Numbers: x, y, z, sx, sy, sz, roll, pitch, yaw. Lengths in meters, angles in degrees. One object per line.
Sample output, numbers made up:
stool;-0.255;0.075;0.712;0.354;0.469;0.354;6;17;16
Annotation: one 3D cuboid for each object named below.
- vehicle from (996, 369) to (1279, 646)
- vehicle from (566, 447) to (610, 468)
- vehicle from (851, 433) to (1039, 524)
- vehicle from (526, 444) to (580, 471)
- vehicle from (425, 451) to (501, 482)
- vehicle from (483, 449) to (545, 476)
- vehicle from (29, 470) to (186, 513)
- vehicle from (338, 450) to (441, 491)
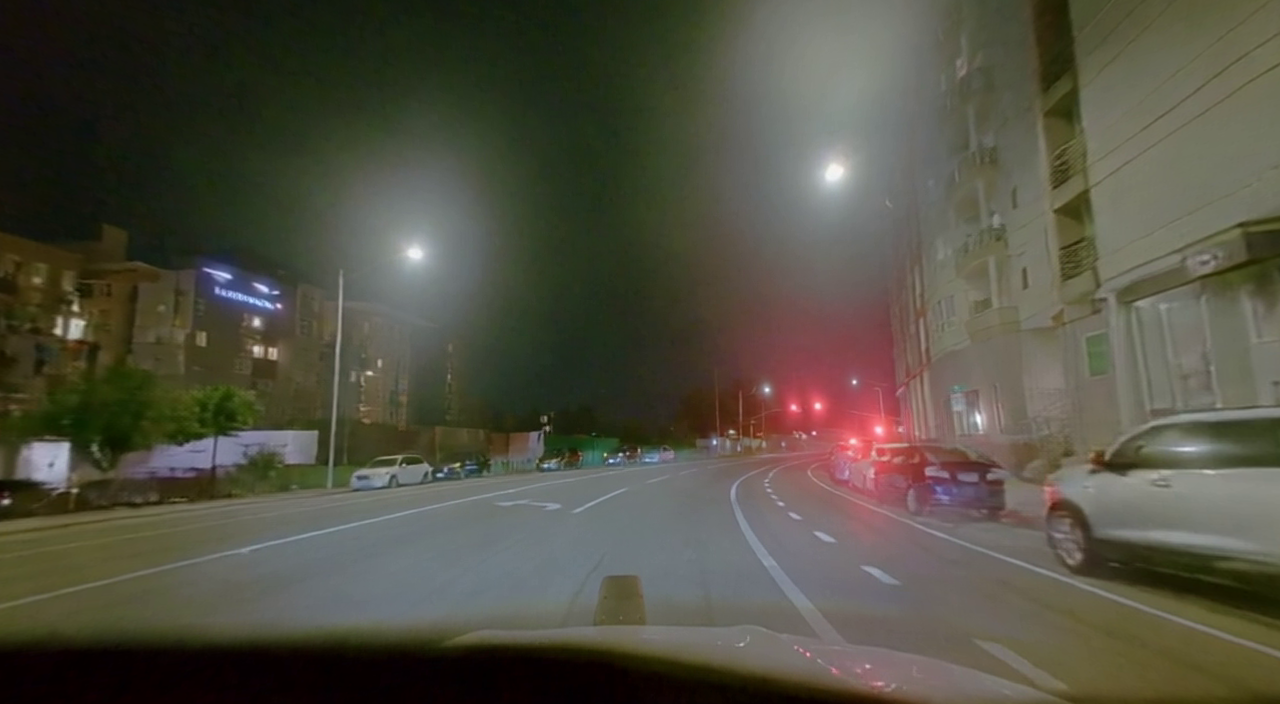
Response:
vehicle;5.282;1.147;5.018;2.041;1.811;5.168;-1;-9;2
vehicle;-4.001;8.212;49.332;1.830;1.497;4.436;-3;-9;19
vehicle;5.882;2.465;12.953;1.977;1.497;4.680;-1;-9;7
vehicle;-5.917;7.278;43.836;1.933;1.759;5.002;-3;-9;14
vehicle;-9.138;5.929;33.094;1.841;1.444;4.554;-2;-9;13
vehicle;-7.651;6.745;38.822;1.811;1.459;4.702;-3;-9;15
vehicle;-19.785;5.183;23.592;4.178;1.407;2.012;-1;-9;6
vehicle;-10.390;4.933;26.669;1.882;1.508;4.476;-2;-9;10
